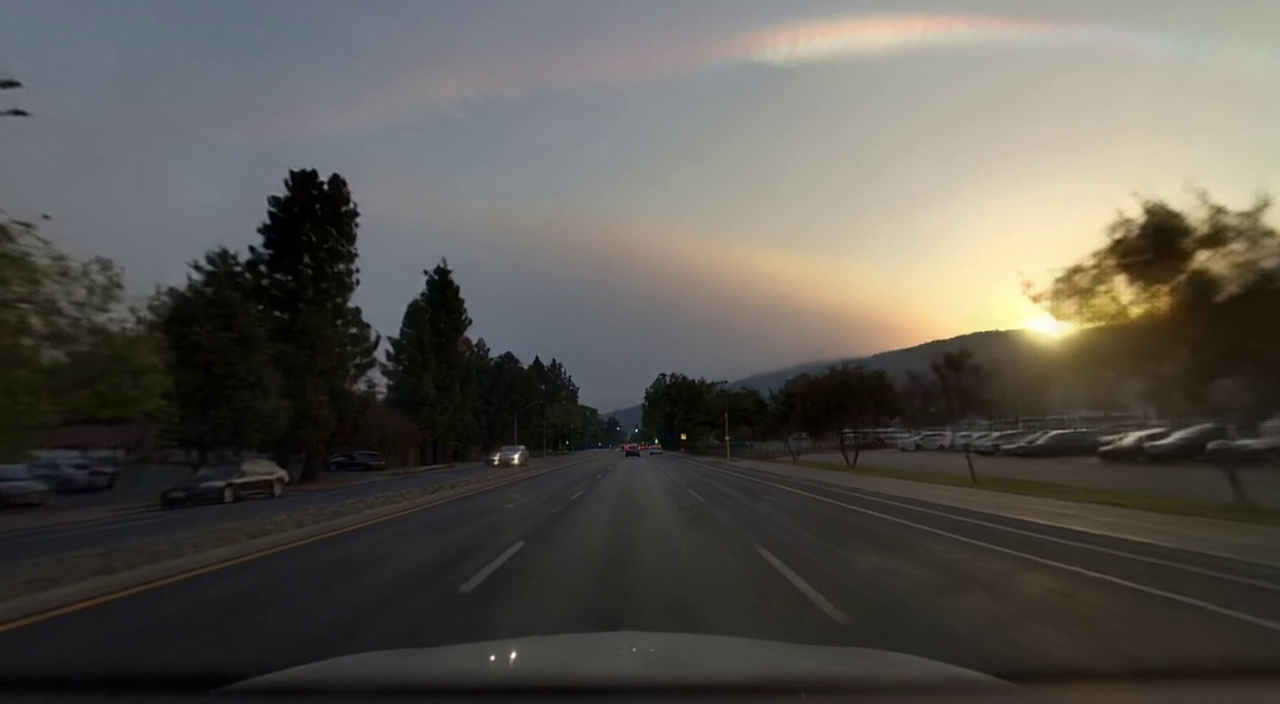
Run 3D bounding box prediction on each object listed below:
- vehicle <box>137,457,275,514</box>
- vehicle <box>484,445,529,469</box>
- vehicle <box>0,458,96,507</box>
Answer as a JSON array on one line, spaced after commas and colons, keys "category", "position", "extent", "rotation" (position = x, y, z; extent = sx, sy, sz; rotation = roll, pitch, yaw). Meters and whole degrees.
[{"category": "vehicle", "position": [-14.638, 4.475, 21.657], "extent": [1.896, 1.486, 4.285], "rotation": [-4, -8, -2]}, {"category": "vehicle", "position": [-9.958, 7.848, 47.475], "extent": [2.365, 1.697, 4.391], "rotation": [0, -9, 0]}, {"category": "vehicle", "position": [-21.450, 4.368, 21.311], "extent": [1.916, 1.482, 4.789], "rotation": [0, -9, 1]}]
